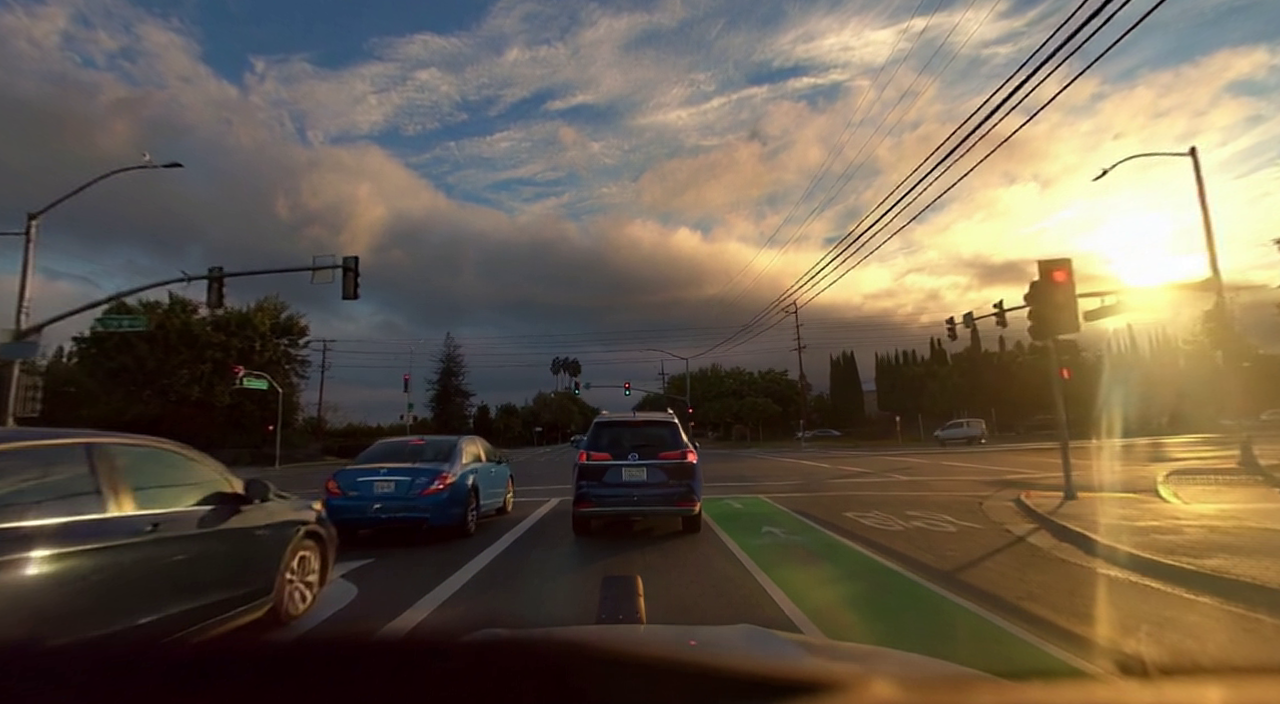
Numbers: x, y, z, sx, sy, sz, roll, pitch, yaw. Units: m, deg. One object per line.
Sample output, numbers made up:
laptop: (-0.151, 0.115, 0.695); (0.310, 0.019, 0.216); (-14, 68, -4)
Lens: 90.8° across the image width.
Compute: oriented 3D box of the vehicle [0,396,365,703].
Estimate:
vehicle: (-3.484, 0.979, 2.863); (2.138, 1.488, 5.327); (0, -7, -1)

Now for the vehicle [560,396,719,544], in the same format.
vehicle: (-0.045, 1.934, 10.782); (2.036, 1.885, 5.196); (0, -9, -1)

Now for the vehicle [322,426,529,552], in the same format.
vehicle: (-2.944, 1.975, 9.642); (1.726, 1.506, 3.840); (0, -9, 1)
